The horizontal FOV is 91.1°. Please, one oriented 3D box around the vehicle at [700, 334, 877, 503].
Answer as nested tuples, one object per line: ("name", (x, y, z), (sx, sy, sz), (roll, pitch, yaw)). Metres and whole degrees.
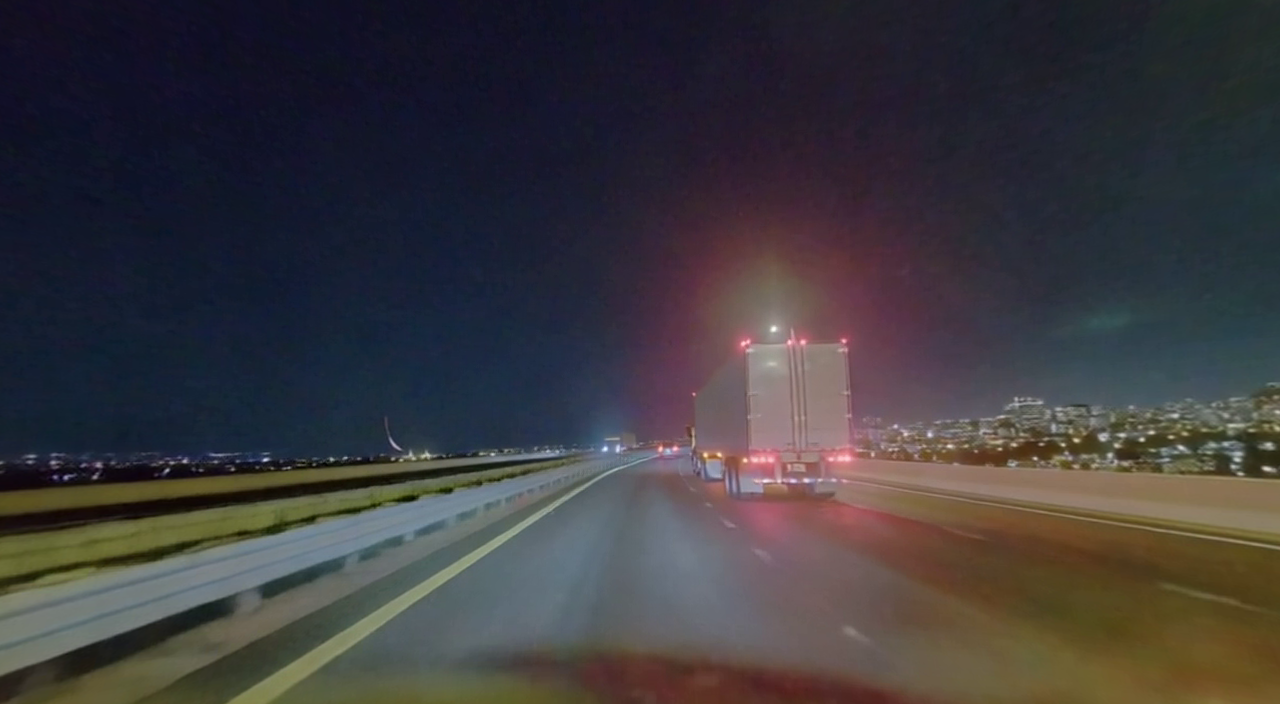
("vehicle", (4.109, 2.500, 21.287), (2.965, 4.028, 12.529), (-1, -9, 0))
